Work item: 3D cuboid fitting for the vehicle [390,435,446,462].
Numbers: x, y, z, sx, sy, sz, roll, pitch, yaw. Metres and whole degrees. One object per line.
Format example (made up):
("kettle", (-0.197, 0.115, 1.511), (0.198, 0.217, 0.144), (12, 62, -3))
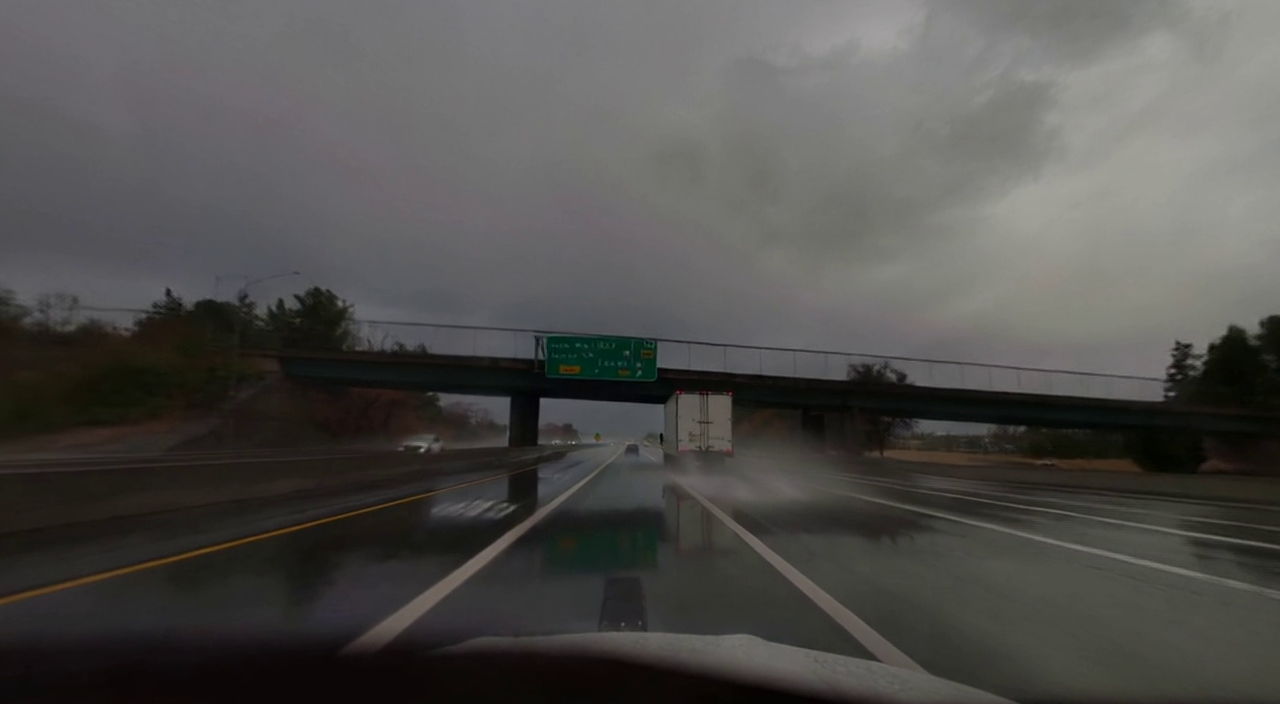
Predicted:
("vehicle", (-12.352, 5.394, 35.308), (1.788, 1.438, 3.945), (0, -9, -1))

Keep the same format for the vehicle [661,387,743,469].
("vehicle", (3.510, 5.048, 40.253), (3.323, 4.262, 14.056), (0, -9, -2))
